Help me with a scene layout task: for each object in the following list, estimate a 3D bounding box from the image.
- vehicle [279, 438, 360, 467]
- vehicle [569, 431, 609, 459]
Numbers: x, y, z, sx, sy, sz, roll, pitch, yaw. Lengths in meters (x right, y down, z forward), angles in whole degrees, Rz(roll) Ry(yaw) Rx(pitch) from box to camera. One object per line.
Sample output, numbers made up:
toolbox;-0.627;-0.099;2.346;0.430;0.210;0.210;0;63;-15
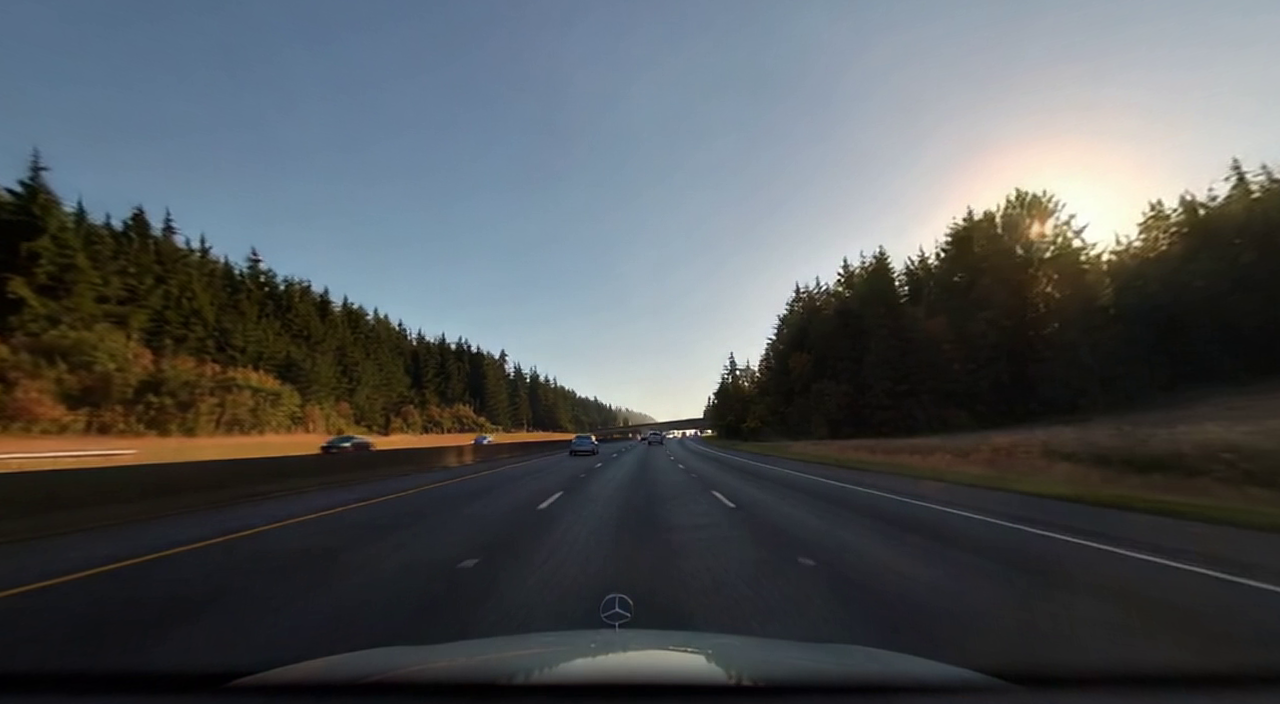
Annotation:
vehicle;-17.498;5.490;34.744;1.987;1.494;4.765;0;-8;-1
vehicle;-3.079;5.708;38.797;2.084;1.654;4.080;0;-8;0
